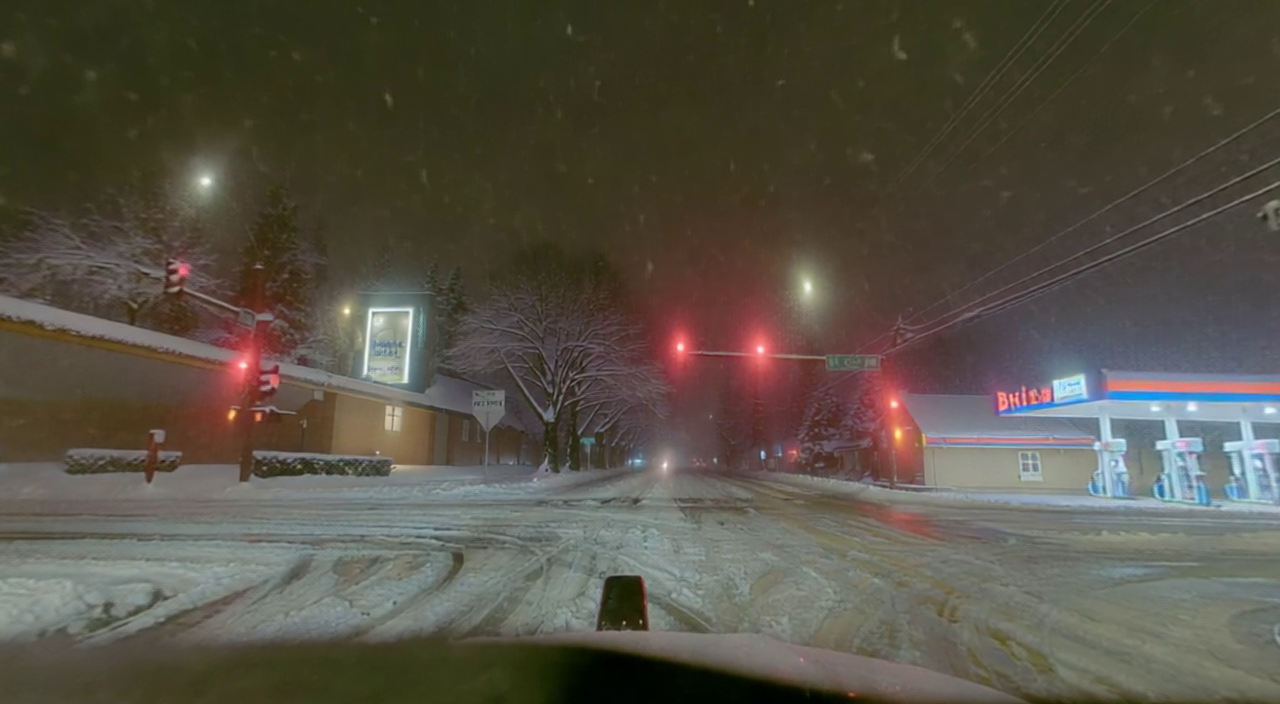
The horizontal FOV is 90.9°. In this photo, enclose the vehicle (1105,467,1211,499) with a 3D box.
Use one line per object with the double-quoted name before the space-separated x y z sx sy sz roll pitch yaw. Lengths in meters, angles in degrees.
"vehicle" 28.026 7.065 34.305 1.897 1.466 4.211 1 -8 -6
